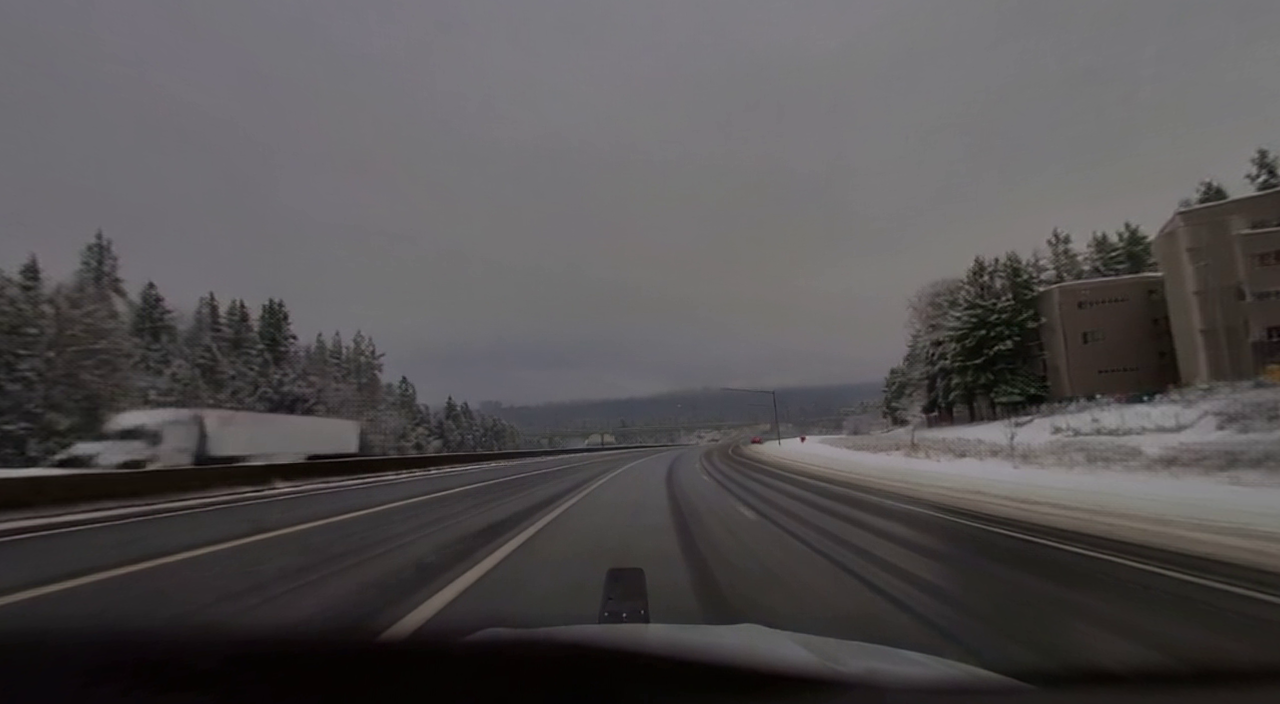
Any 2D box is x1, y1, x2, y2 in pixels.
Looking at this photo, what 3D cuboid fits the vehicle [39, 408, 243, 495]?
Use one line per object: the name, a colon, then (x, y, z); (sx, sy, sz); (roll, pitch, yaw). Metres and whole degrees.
vehicle: (-21.068, 4.282, 27.331); (2.950, 3.246, 6.825); (0, -9, 2)
